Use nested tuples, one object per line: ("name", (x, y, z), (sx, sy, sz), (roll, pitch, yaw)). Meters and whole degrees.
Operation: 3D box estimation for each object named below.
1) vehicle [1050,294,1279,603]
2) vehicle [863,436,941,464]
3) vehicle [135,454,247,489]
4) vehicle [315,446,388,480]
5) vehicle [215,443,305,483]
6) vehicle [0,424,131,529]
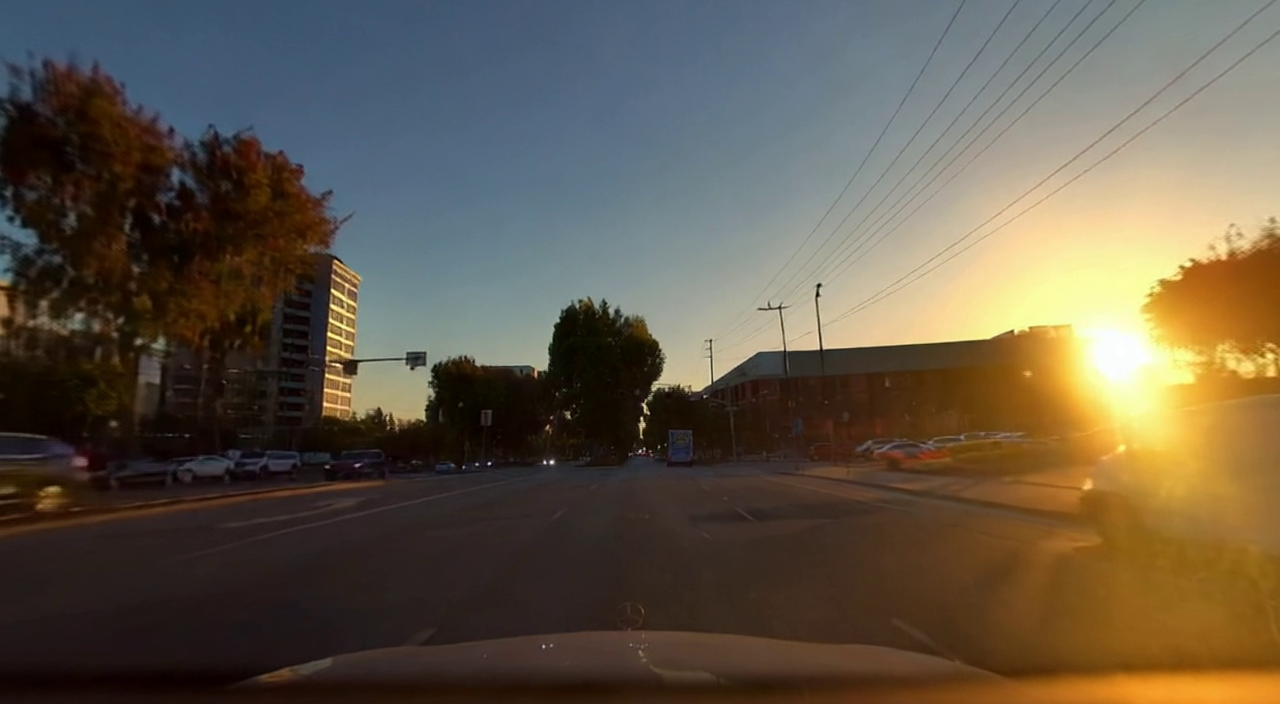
("vehicle", (6.966, 0.798, 5.228), (2.391, 2.750, 6.853), (0, -8, -1))
("vehicle", (17.538, 6.594, 42.438), (4.329, 1.502, 2.122), (-3, -4, 6))
("vehicle", (-22.640, 6.003, 32.112), (1.838, 1.526, 5.104), (-1, -8, 2))
("vehicle", (-15.741, 6.054, 34.664), (1.945, 1.737, 4.358), (0, -8, 0))
("vehicle", (-22.479, 6.626, 37.605), (2.073, 2.101, 5.177), (-4, -10, 1))
("vehicle", (-12.226, 2.185, 11.104), (2.419, 1.787, 4.859), (0, -8, 0))
